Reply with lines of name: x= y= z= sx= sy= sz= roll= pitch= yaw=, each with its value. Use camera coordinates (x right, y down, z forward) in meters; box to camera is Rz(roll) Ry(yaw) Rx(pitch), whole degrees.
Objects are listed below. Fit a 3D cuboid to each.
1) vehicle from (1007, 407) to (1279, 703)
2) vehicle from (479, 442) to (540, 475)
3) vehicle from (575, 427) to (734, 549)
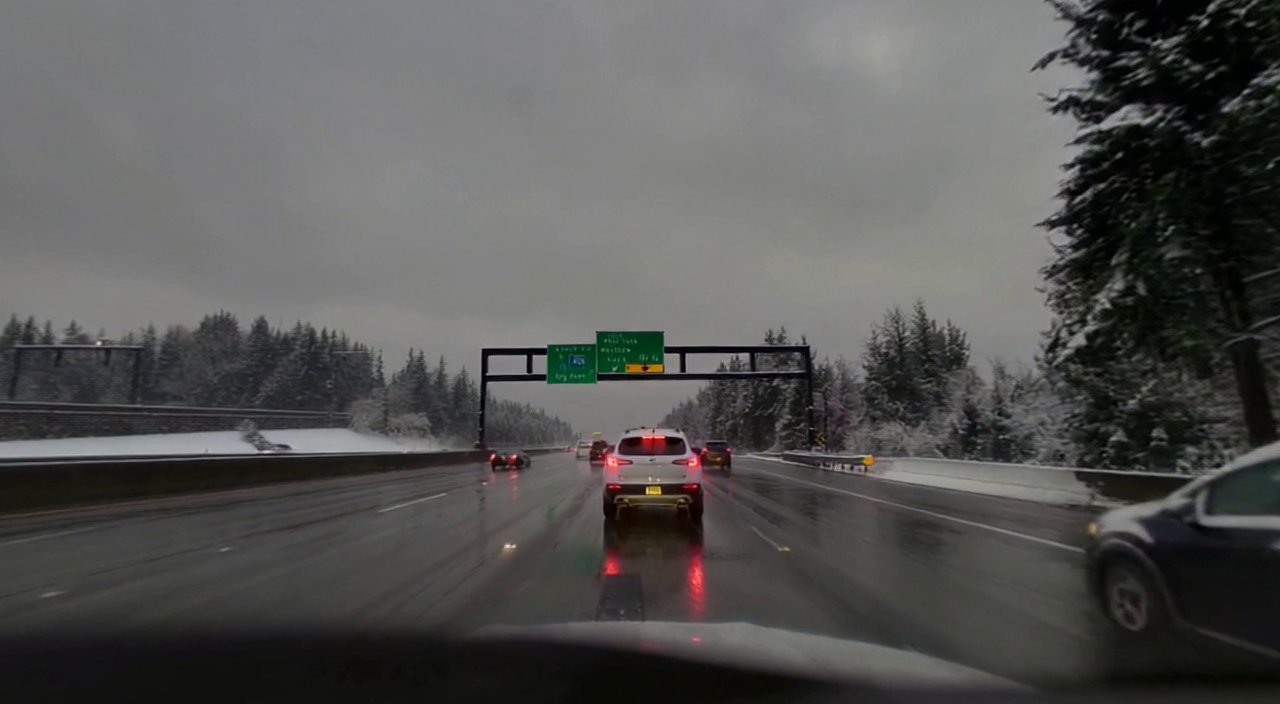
vehicle: x=3.998 y=0.983 z=2.737 sx=2.002 sy=1.499 sz=4.710 roll=0 pitch=-9 yaw=1
vehicle: x=-6.681 y=5.508 z=32.707 sx=2.035 sy=1.558 sz=4.773 roll=0 pitch=-9 yaw=1
vehicle: x=0.187 y=2.044 z=10.082 sx=2.044 sy=1.554 sz=3.824 roll=0 pitch=-9 yaw=0
